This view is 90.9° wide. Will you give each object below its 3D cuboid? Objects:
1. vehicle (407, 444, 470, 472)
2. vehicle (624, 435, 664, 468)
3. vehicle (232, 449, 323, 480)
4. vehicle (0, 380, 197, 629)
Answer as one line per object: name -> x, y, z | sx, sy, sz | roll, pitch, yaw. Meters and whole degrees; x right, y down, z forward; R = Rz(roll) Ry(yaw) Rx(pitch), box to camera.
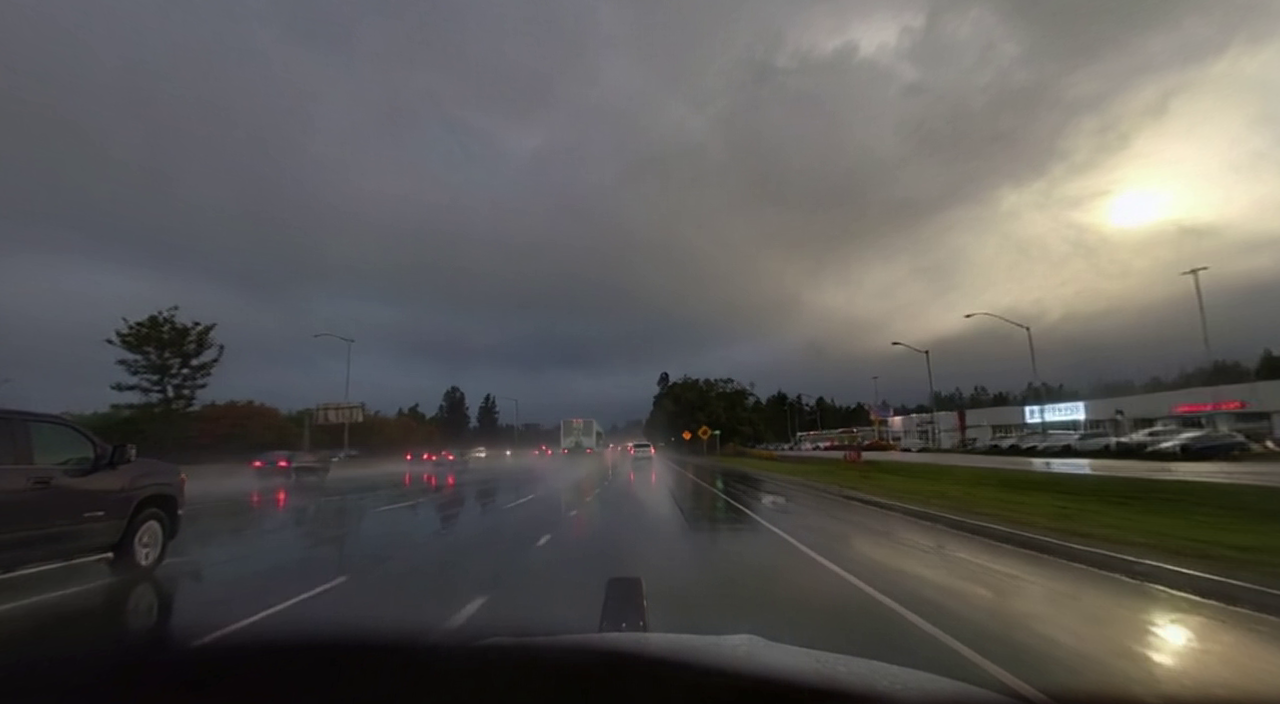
vehicle -> -11.594, 6.120, 36.716 | 1.928, 1.480, 4.823 | 0, -8, 2
vehicle -> 0.272, 5.882, 37.488 | 2.227, 1.794, 4.646 | 0, -8, 1
vehicle -> -19.030, 5.916, 33.382 | 1.899, 1.478, 4.640 | -1, -8, 3
vehicle -> -5.784, 1.053, 4.189 | 2.200, 1.793, 4.586 | 0, -8, 2
